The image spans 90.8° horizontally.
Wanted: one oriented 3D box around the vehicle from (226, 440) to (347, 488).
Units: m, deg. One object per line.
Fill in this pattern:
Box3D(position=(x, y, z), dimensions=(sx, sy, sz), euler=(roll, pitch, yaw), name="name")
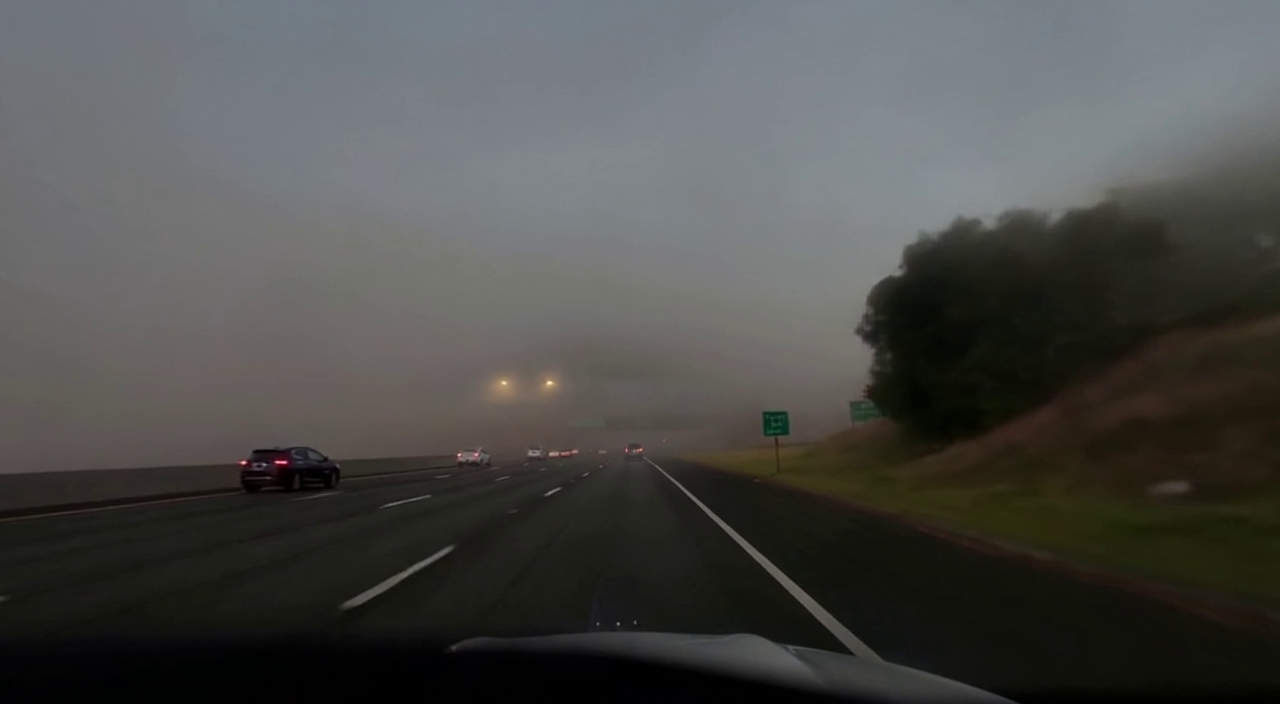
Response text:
Box3D(position=(-14.536, 4.629, 26.446), dimensions=(2.049, 1.792, 5.177), euler=(0, -9, 0), name="vehicle")
